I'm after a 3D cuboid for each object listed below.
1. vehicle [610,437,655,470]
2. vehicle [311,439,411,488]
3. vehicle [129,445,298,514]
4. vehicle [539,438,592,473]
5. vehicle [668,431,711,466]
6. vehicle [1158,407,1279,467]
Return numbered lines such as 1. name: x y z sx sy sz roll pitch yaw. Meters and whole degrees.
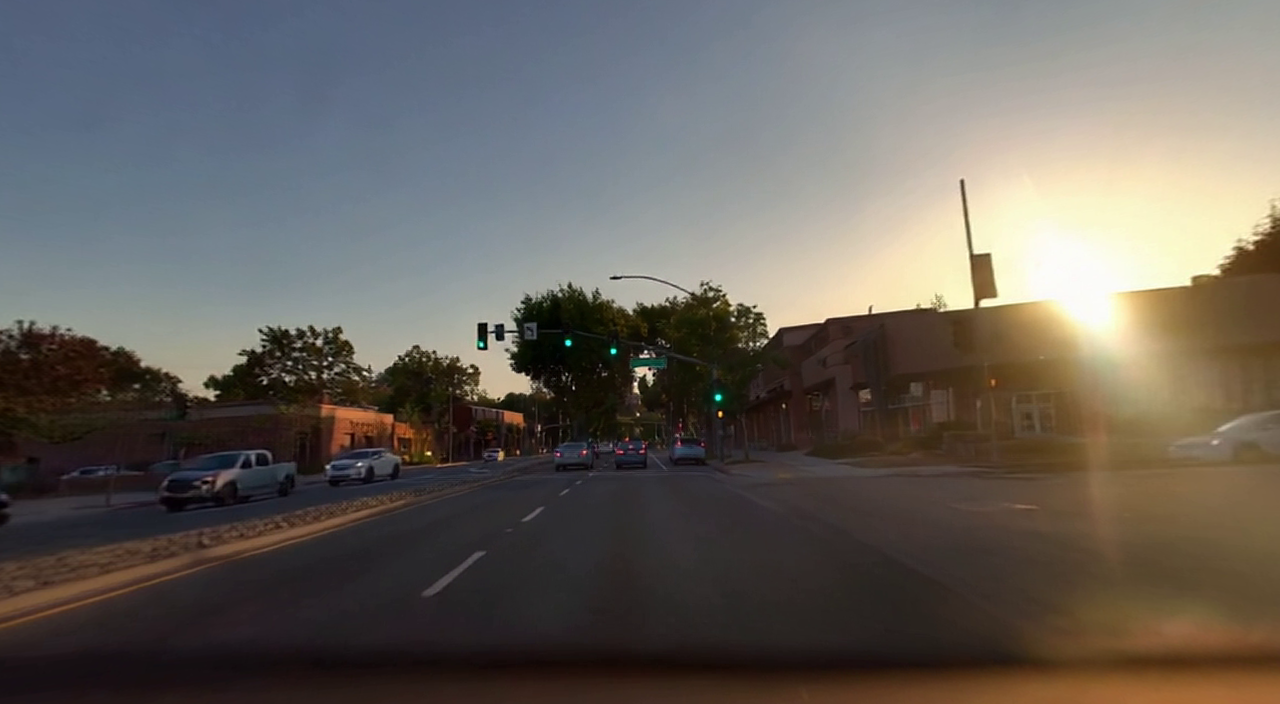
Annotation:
1. vehicle: -0.327 4.994 31.335 2.085 1.475 3.976 -1 -8 0
2. vehicle: -12.384 4.929 28.469 2.260 1.921 4.902 -1 -8 0
3. vehicle: -12.560 3.722 19.045 1.986 1.712 4.399 -1 -8 1
4. vehicle: -3.445 4.833 29.742 1.921 1.477 4.083 -1 -8 1
5. vehicle: 2.776 5.533 36.591 2.175 1.850 5.118 -1 -8 2
6. vehicle: 17.203 2.249 16.945 4.517 1.455 2.233 -1 -8 3
